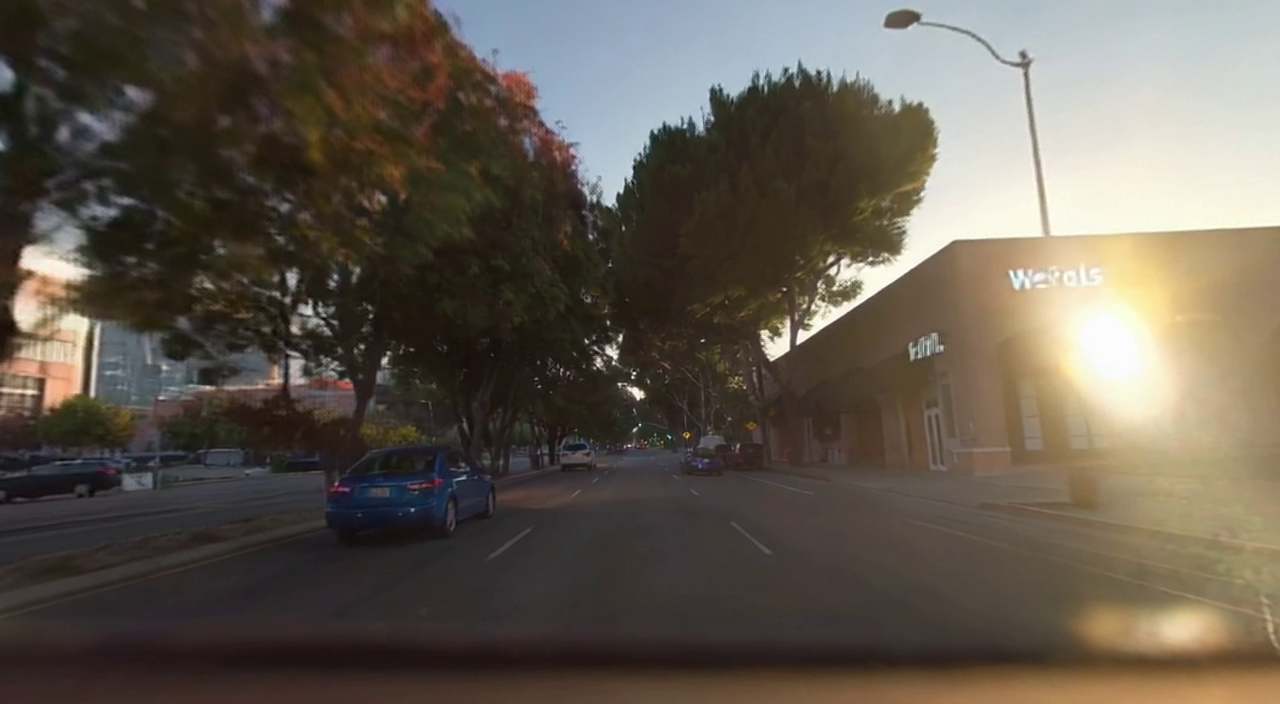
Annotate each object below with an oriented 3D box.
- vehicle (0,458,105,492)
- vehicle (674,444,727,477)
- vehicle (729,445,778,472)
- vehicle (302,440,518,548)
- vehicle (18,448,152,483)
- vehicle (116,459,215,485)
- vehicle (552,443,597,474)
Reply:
[{"bbox_3d":[-29.109,6.014,31.000,3.907,1.533,1.829,0,-9,-1],"label":"vehicle"},{"bbox_3d":[2.824,5.216,30.672,1.961,1.482,4.538,0,-9,-2],"label":"vehicle"},{"bbox_3d":[6.592,6.224,37.180,1.896,1.479,4.416,0,-9,-2],"label":"vehicle"},{"bbox_3d":[-3.574,2.279,10.893,2.060,1.466,4.387,0,-9,0],"label":"vehicle"},{"bbox_3d":[-29.454,6.035,33.651,4.987,1.709,2.267,-1,-9,2],"label":"vehicle"},{"bbox_3d":[-29.415,7.428,39.253,4.604,1.498,1.899,0,-9,1],"label":"vehicle"},{"bbox_3d":[-3.890,6.386,38.108,2.145,1.694,4.642,0,-9,1],"label":"vehicle"}]
